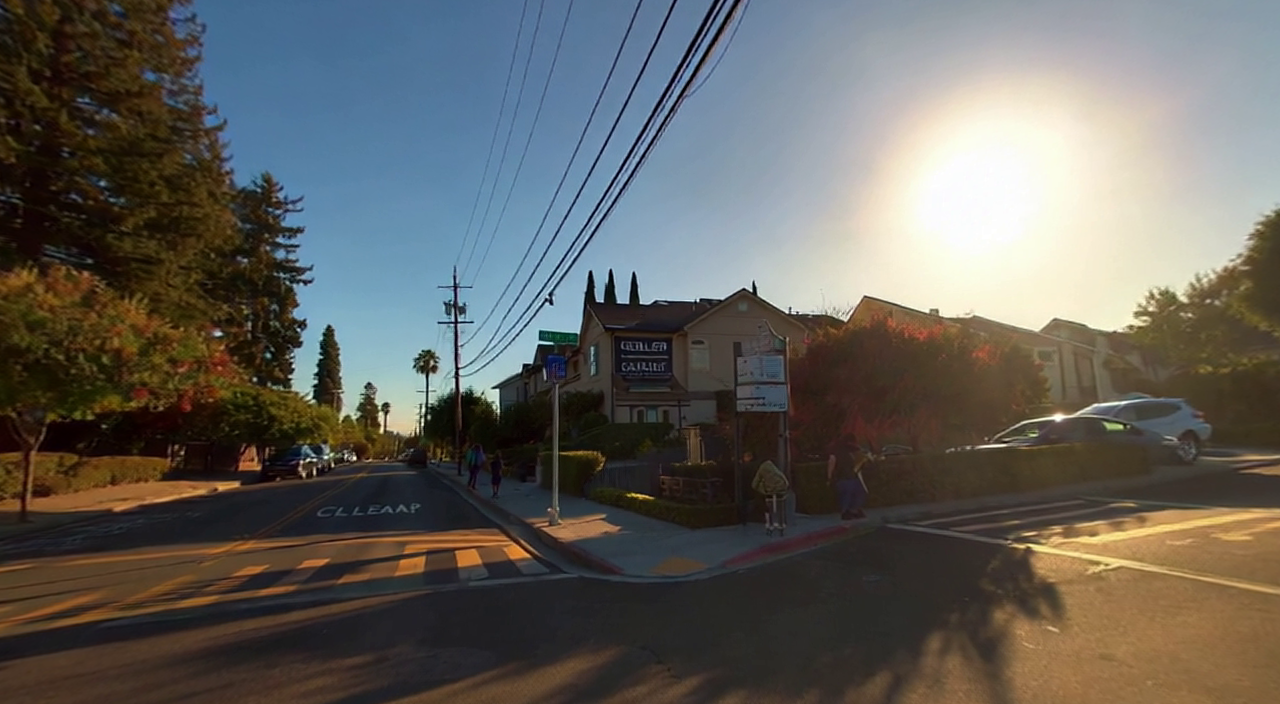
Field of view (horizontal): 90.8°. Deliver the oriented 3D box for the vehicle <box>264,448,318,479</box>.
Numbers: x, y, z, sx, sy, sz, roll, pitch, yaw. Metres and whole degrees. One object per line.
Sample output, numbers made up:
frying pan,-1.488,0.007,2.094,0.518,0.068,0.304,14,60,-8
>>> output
vehicle,-22.142,7.056,40.243,2.203,1.787,4.704,3,-9,-19
